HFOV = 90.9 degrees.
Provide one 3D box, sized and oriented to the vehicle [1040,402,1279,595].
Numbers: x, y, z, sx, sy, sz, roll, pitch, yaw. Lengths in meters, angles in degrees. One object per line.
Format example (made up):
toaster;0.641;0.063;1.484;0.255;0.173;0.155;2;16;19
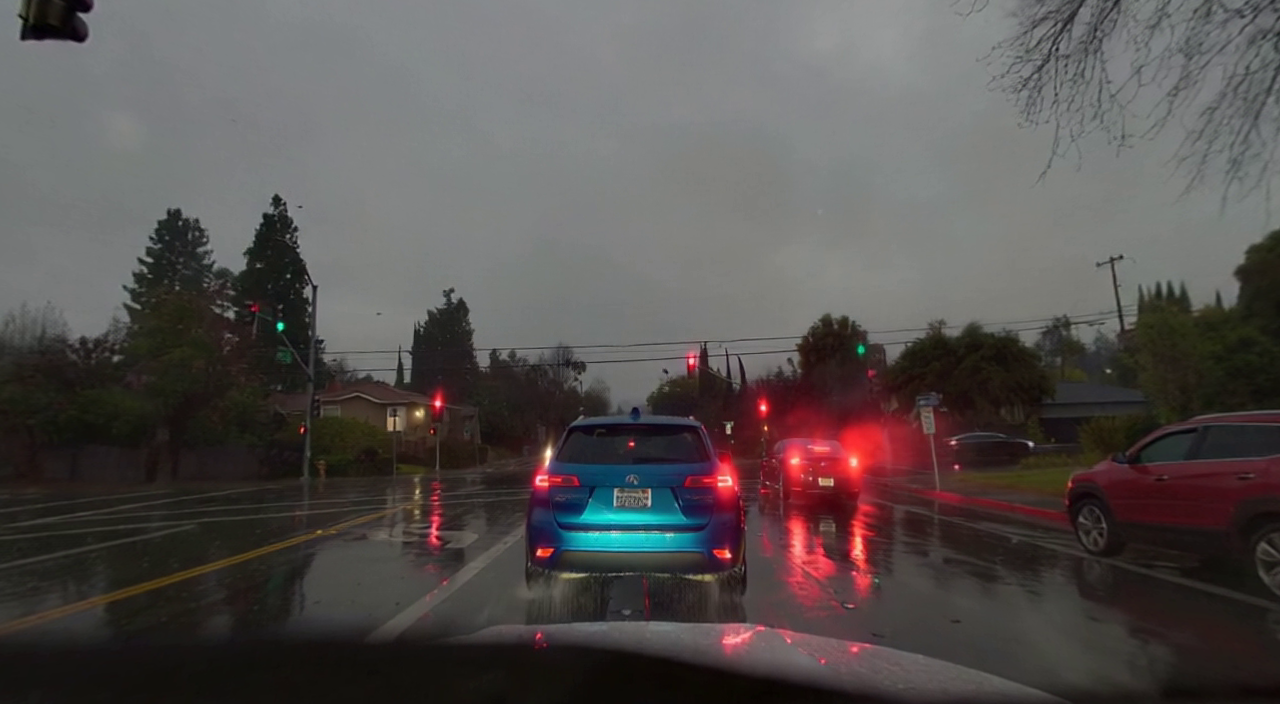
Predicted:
vehicle;7.023;1.542;7.044;1.989;1.791;4.735;0;-8;0

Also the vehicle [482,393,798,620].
vehicle;0.033;1.460;6.910;2.322;1.667;4.367;0;-8;1

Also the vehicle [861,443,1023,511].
vehicle;7.286;3.010;15.805;1.860;1.436;4.479;0;-8;0
